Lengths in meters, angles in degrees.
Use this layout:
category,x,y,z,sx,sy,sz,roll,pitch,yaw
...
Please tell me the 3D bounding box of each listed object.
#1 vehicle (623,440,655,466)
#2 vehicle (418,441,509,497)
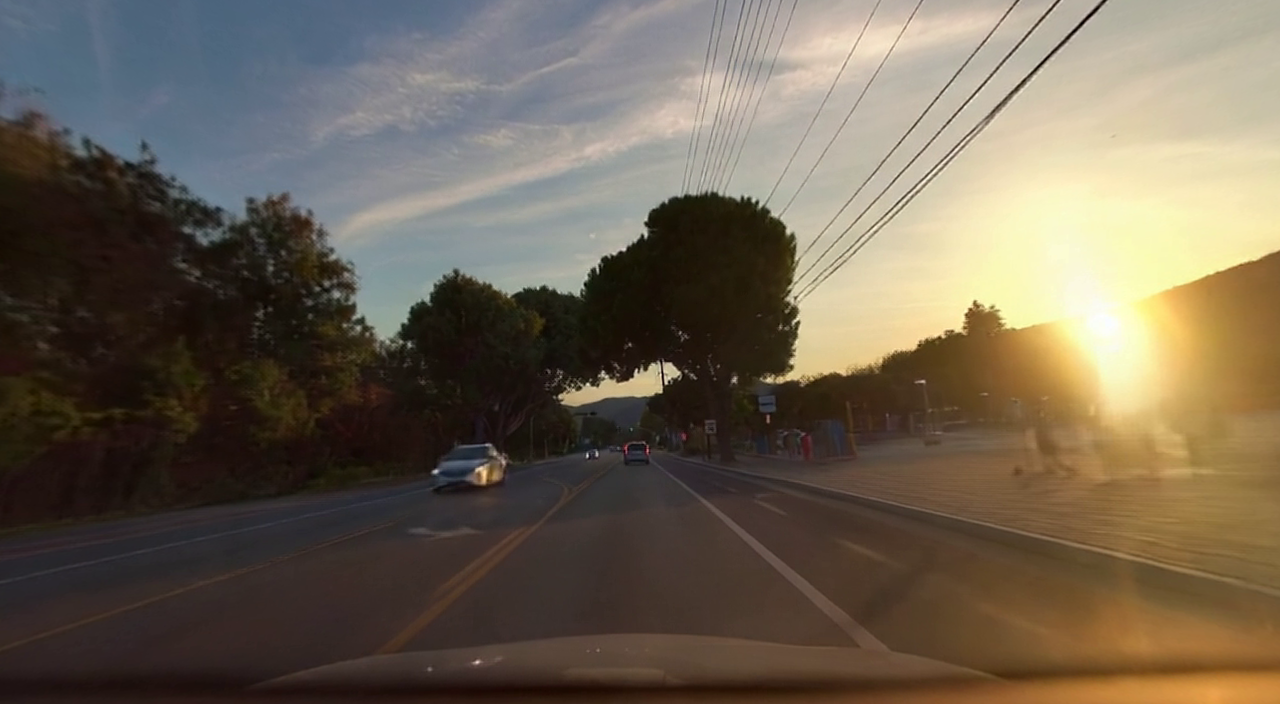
category,x,y,z,sx,sy,sz,roll,pitch,yaw
vehicle,-0.094,7.121,44.673,2.163,1.746,4.073,-1,-8,0
vehicle,-6.011,3.997,22.062,1.960,1.704,4.229,-1,-8,0
